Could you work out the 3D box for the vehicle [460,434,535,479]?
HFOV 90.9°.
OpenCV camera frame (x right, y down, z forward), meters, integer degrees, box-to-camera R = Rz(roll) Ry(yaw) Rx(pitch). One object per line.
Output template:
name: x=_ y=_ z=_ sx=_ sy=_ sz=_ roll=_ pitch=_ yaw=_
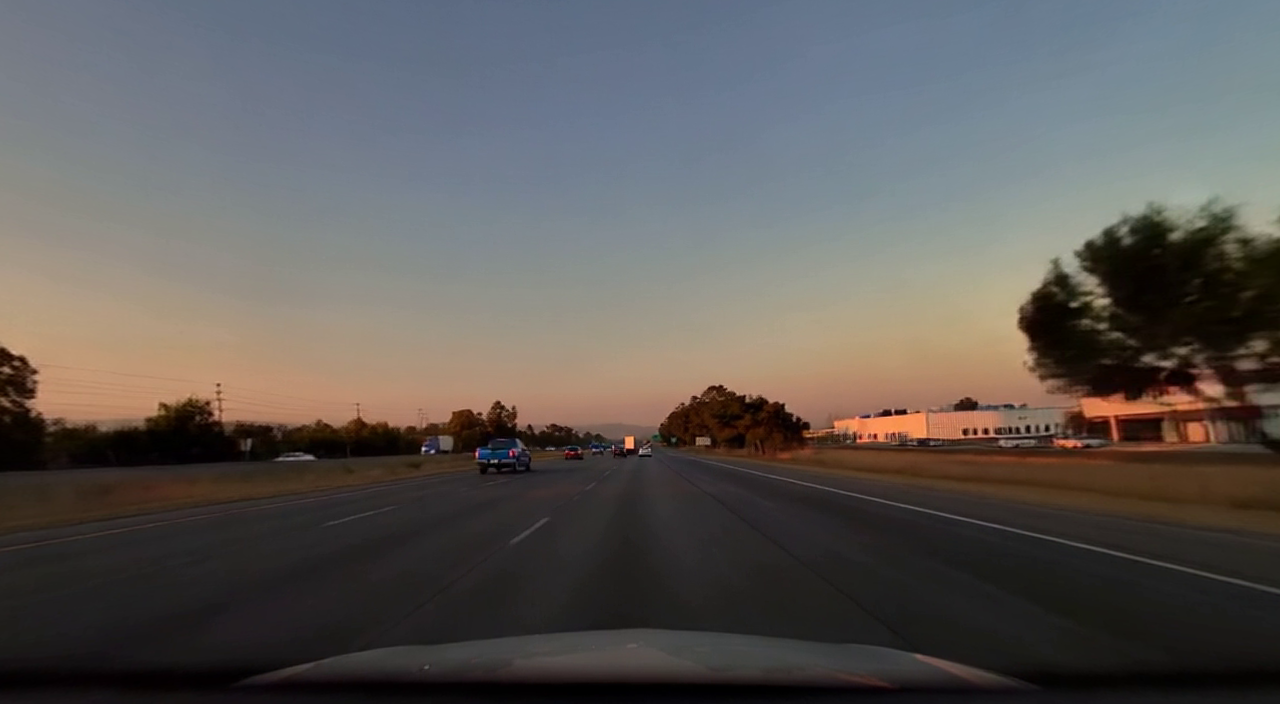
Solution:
vehicle: x=-6.673 y=5.001 z=30.414 sx=2.156 sy=1.911 sz=5.956 roll=0 pitch=-9 yaw=1
